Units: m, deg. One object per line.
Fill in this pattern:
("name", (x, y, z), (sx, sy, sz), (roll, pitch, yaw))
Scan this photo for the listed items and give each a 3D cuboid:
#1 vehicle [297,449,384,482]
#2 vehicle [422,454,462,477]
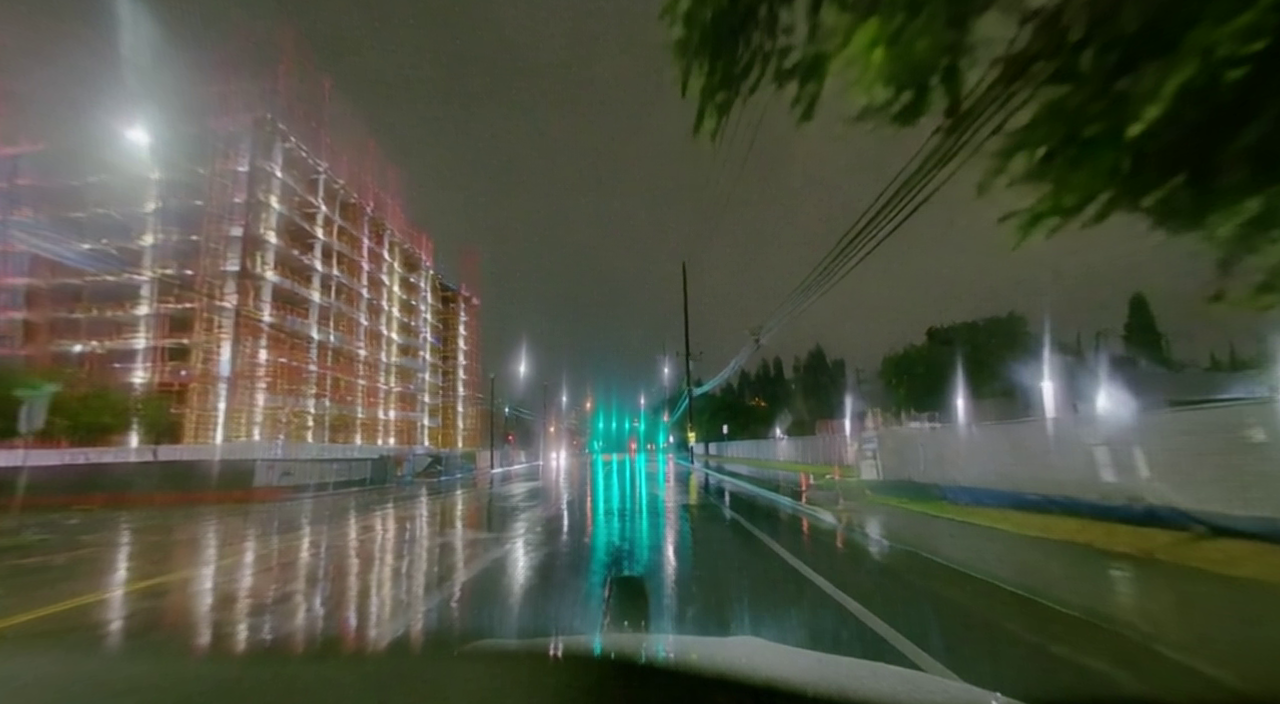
("vehicle", (-20.091, 7.634, 42.426), (4.712, 1.927, 2.237), (-3, -10, 0))
("vehicle", (-15.423, 8.744, 48.931), (2.002, 1.683, 4.664), (5, -11, -28))
